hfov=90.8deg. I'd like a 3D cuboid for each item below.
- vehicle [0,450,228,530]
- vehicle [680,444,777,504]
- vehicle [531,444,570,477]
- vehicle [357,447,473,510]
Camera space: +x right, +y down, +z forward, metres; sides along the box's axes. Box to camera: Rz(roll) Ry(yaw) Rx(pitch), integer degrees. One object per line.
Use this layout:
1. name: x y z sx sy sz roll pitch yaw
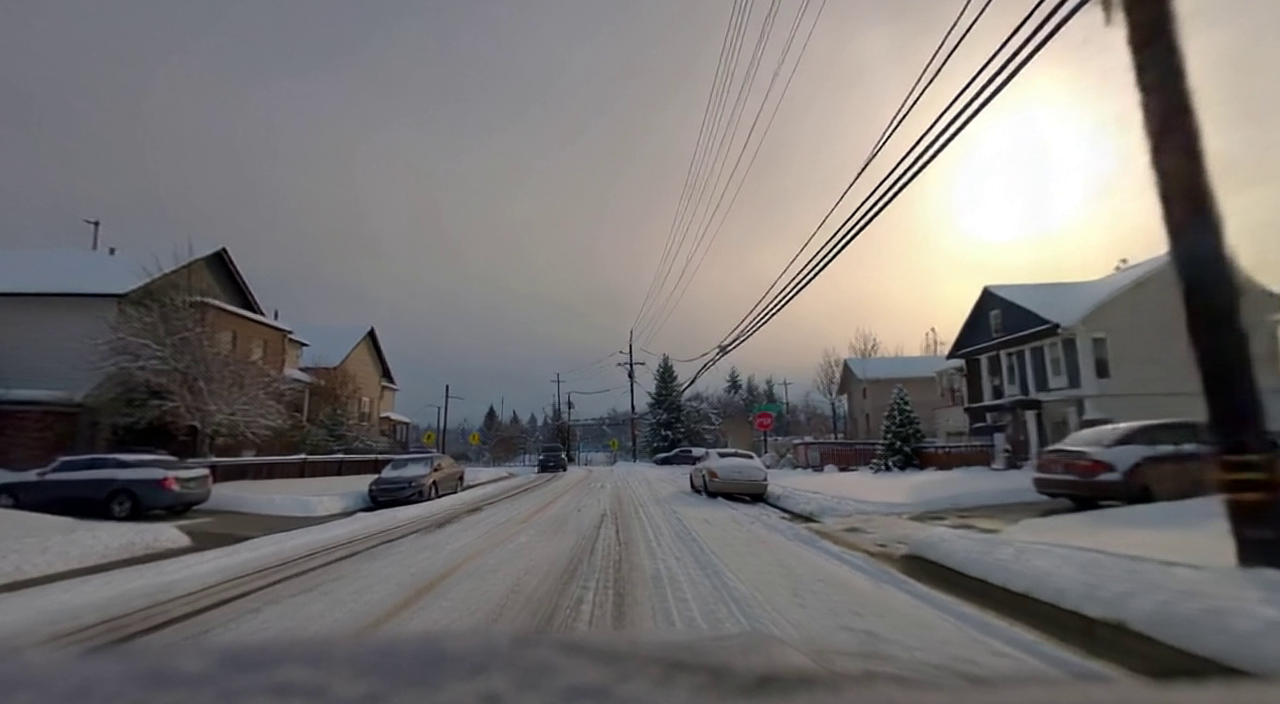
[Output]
1. vehicle: -12.330 3.099 14.506 4.266 1.674 1.933 0 -9 -2
2. vehicle: 2.397 3.469 18.398 2.080 1.531 4.415 0 -9 -1
3. vehicle: -5.687 6.818 39.988 2.277 1.970 4.512 1 -9 -8
4. vehicle: -7.256 4.082 20.991 2.156 1.728 4.619 -2 -8 0
